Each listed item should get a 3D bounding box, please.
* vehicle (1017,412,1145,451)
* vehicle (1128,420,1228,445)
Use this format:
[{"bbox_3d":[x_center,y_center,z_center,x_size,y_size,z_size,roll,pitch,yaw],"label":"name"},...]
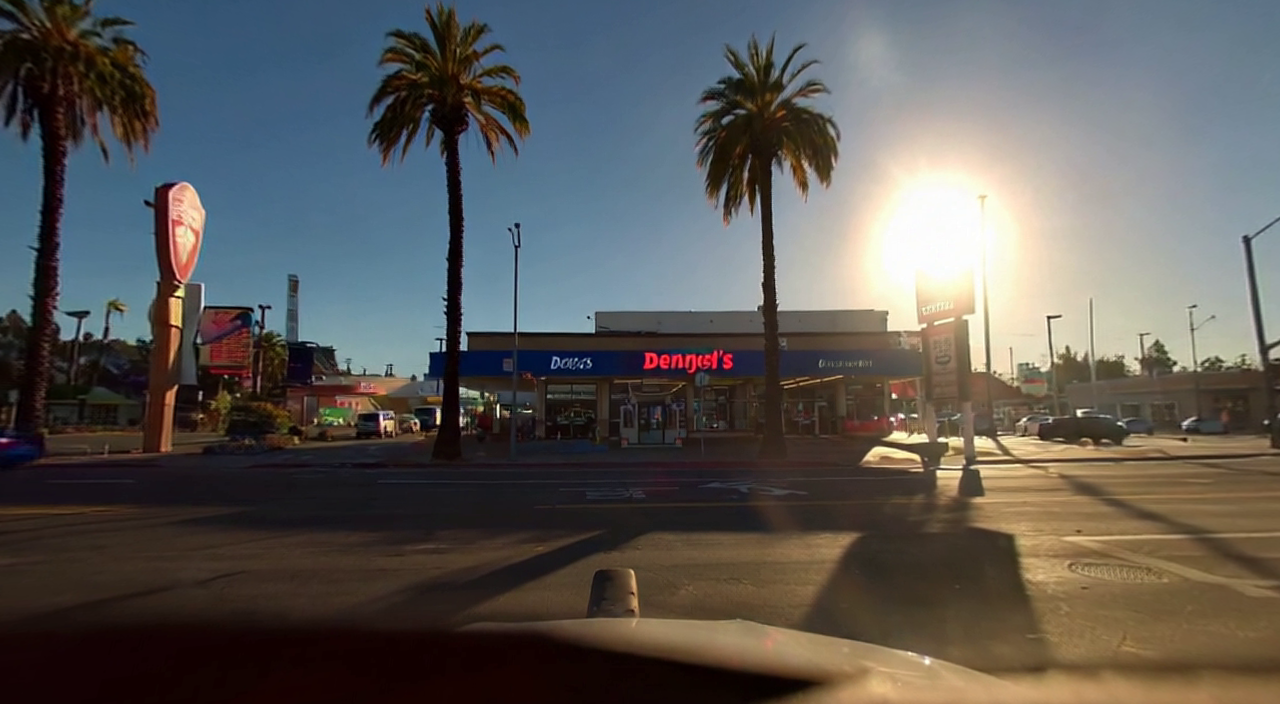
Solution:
[{"bbox_3d":[21.916,3.918,31.511,4.880,1.754,2.202,0,-5,-7],"label":"vehicle"},{"bbox_3d":[33.936,5.150,40.034,1.805,1.466,4.641,1,-8,-8],"label":"vehicle"}]
